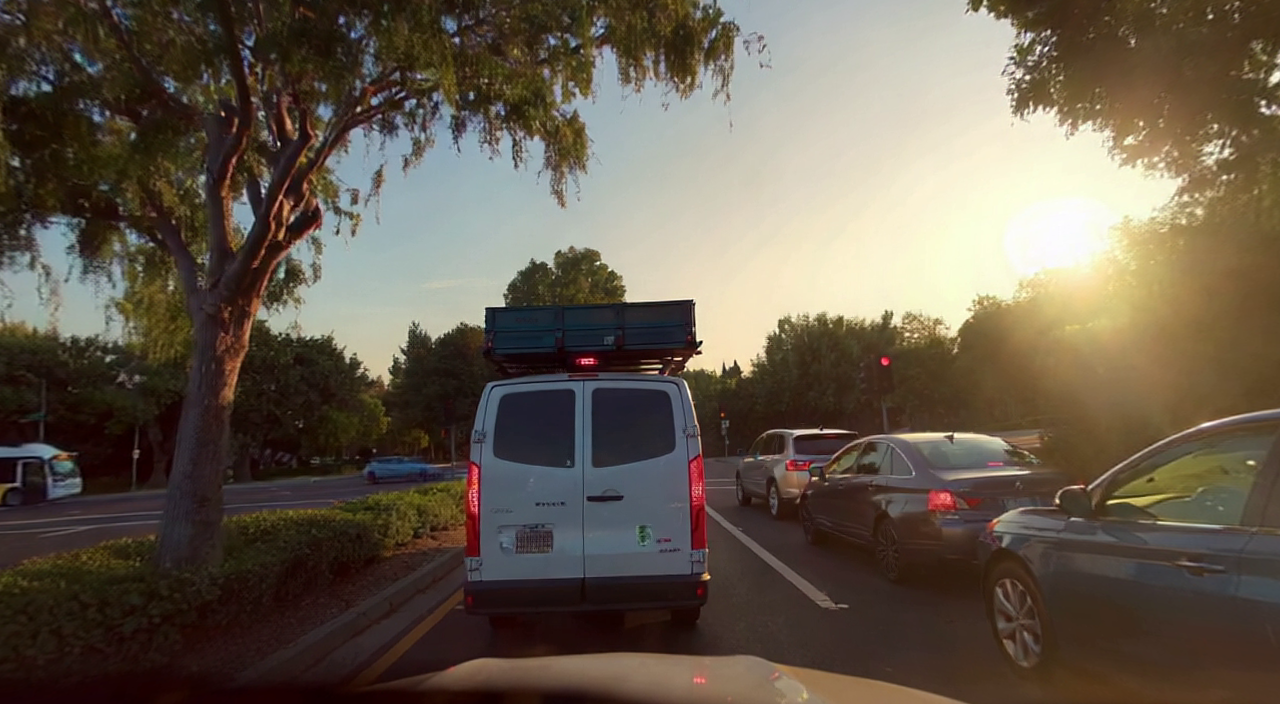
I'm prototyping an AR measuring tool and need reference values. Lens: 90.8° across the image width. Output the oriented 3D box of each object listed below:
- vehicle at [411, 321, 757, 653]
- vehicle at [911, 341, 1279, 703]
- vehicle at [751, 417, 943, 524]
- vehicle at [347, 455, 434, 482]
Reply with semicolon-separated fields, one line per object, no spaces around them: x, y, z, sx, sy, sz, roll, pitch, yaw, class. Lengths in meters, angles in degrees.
-0.356;1.149;6.198;2.145;2.089;4.309;0;-9;0;vehicle
3.450;0.938;3.401;1.965;1.671;4.146;0;-9;-3;vehicle
3.699;2.212;12.272;2.024;1.692;4.252;1;-9;-4;vehicle
-13.600;6.312;34.521;4.135;1.321;1.687;5;-10;-33;vehicle
